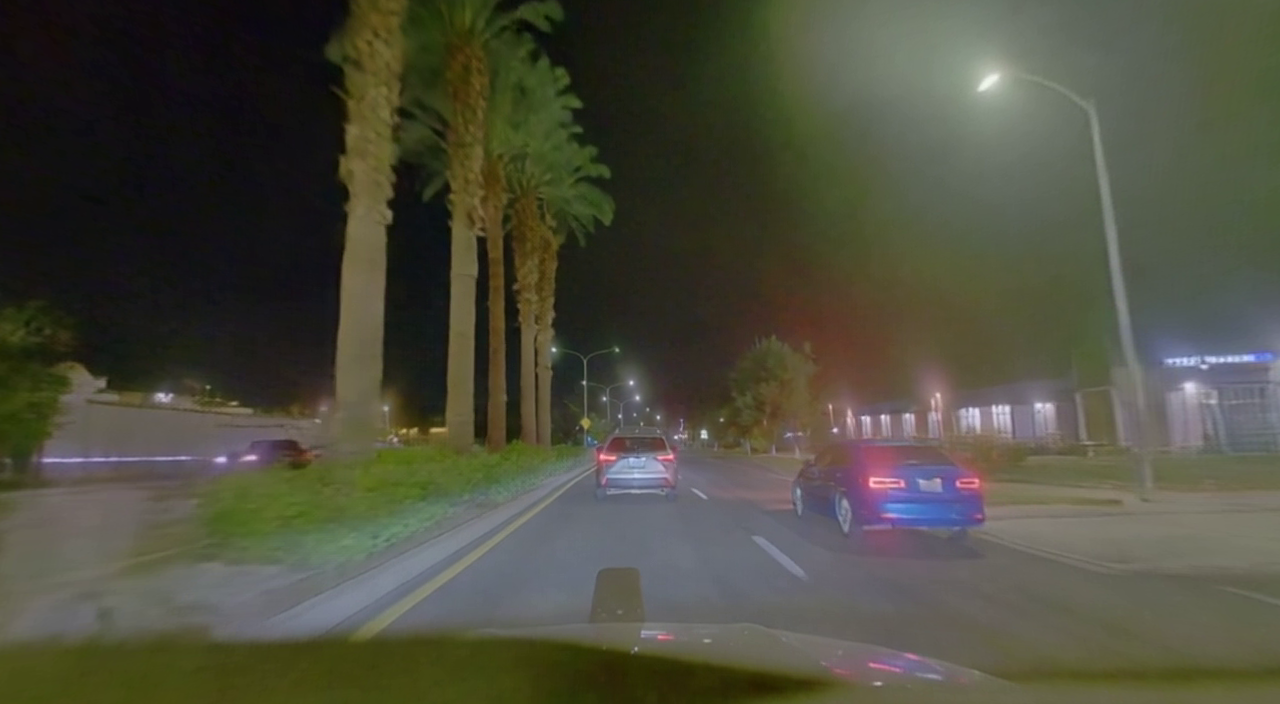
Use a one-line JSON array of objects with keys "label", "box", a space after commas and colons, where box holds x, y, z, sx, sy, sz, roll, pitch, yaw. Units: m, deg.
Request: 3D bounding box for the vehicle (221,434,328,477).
[{"label": "vehicle", "box": [-17.672, 4.995, 30.895, 2.127, 1.883, 5.167, 0, -7, 0]}]

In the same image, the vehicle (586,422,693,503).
[{"label": "vehicle", "box": [-0.038, 2.631, 15.443, 2.239, 1.693, 4.301, 0, -8, -1]}]

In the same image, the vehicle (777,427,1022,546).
[{"label": "vehicle", "box": [3.760, 2.021, 10.246, 1.941, 1.472, 4.570, 0, -8, -1]}]

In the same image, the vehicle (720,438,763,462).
[{"label": "vehicle", "box": [6.448, 6.286, 40.599, 1.930, 1.457, 4.267, 0, -8, -2]}]
